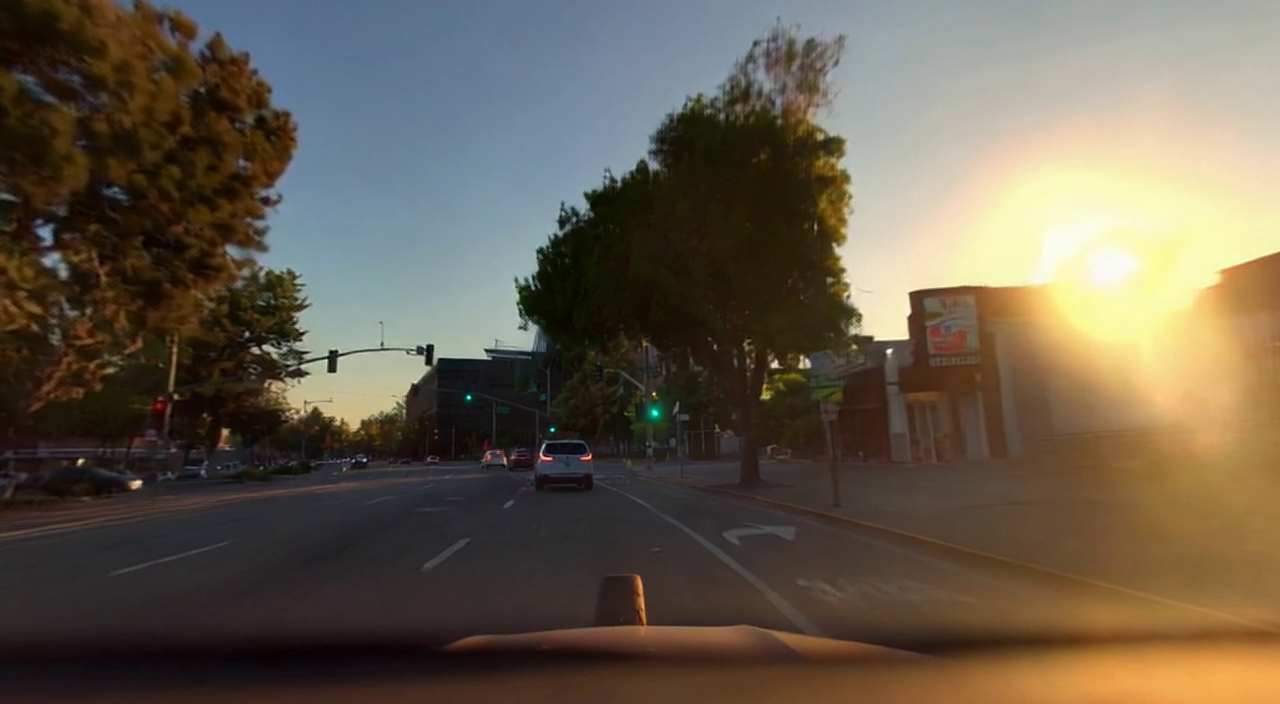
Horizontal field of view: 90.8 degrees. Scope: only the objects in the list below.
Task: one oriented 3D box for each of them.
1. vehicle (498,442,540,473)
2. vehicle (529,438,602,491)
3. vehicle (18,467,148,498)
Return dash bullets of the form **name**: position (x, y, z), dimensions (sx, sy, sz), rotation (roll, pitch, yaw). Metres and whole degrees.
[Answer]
- **vehicle**: position (-8.225, 7.104, 42.683), dimensions (2.067, 1.947, 4.628), rotation (4, -9, -19)
- **vehicle**: position (-2.819, 4.057, 23.083), dimensions (2.227, 1.733, 3.930), rotation (2, -9, -12)
- **vehicle**: position (-30.850, 7.245, 35.183), dimensions (4.804, 1.544, 2.244), rotation (4, -9, -18)
